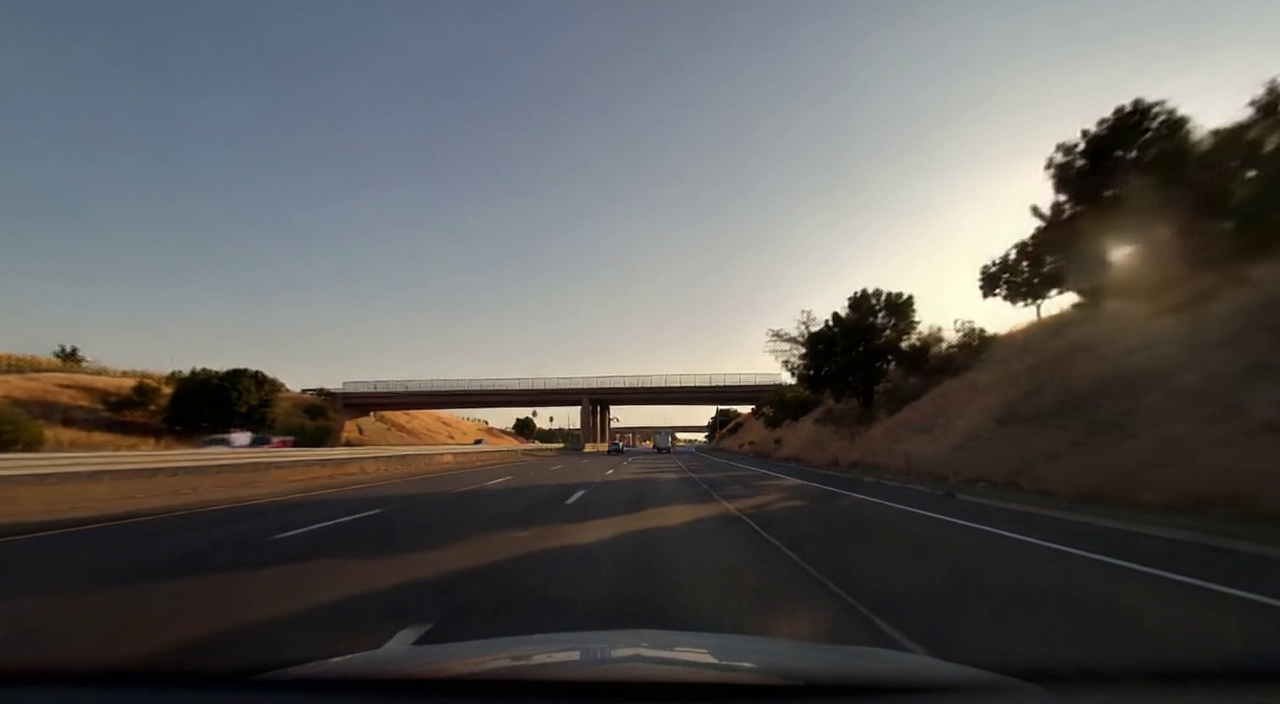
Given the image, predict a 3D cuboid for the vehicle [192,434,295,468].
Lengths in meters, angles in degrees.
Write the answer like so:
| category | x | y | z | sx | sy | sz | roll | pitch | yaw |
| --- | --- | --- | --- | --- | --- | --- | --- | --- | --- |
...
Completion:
| category | x | y | z | sx | sy | sz | roll | pitch | yaw |
| --- | --- | --- | --- | --- | --- | --- | --- | --- | --- |
| vehicle | -24.163 | 6.082 | 38.792 | 2.342 | 1.928 | 5.955 | 0 | -9 | 1 |
